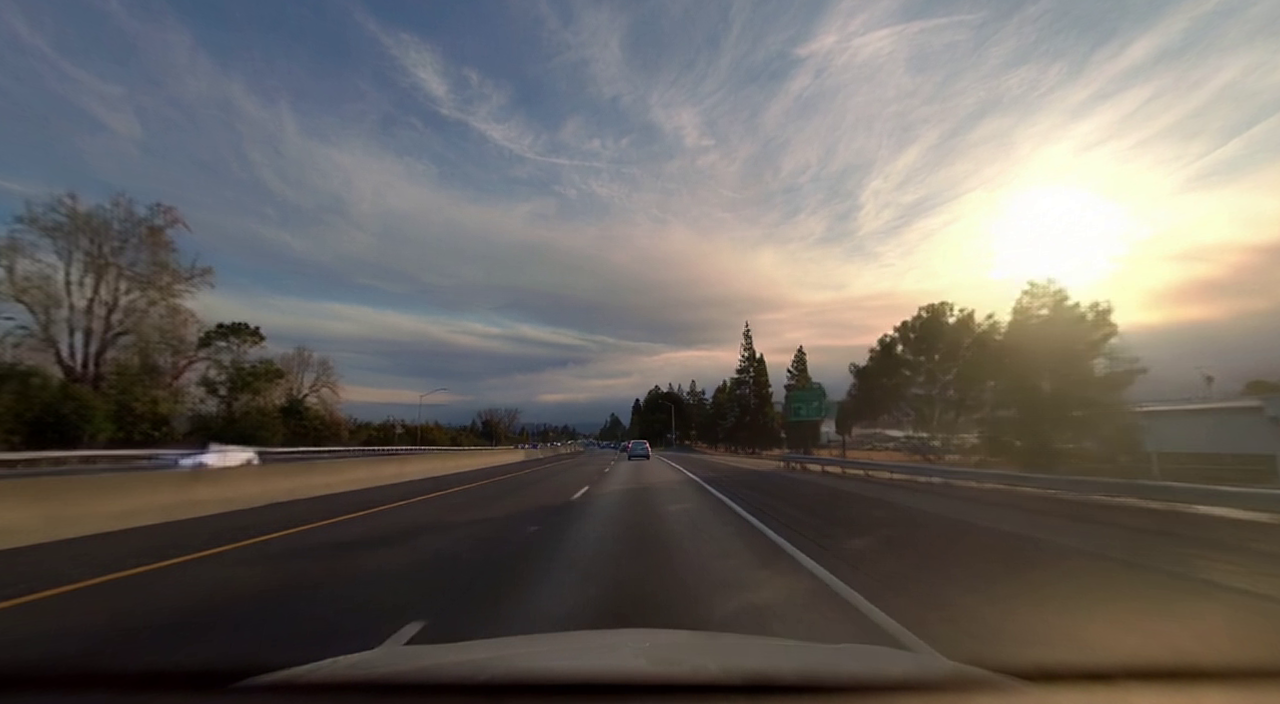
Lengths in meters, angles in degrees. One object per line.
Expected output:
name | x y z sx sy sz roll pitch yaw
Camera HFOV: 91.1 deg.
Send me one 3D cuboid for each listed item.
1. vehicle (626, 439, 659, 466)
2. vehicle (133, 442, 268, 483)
vehicle | 0.089 6.487 40.779 2.029 1.666 4.064 0 -8 -1
vehicle | -17.389 4.351 25.183 1.944 1.469 4.819 0 -8 0
